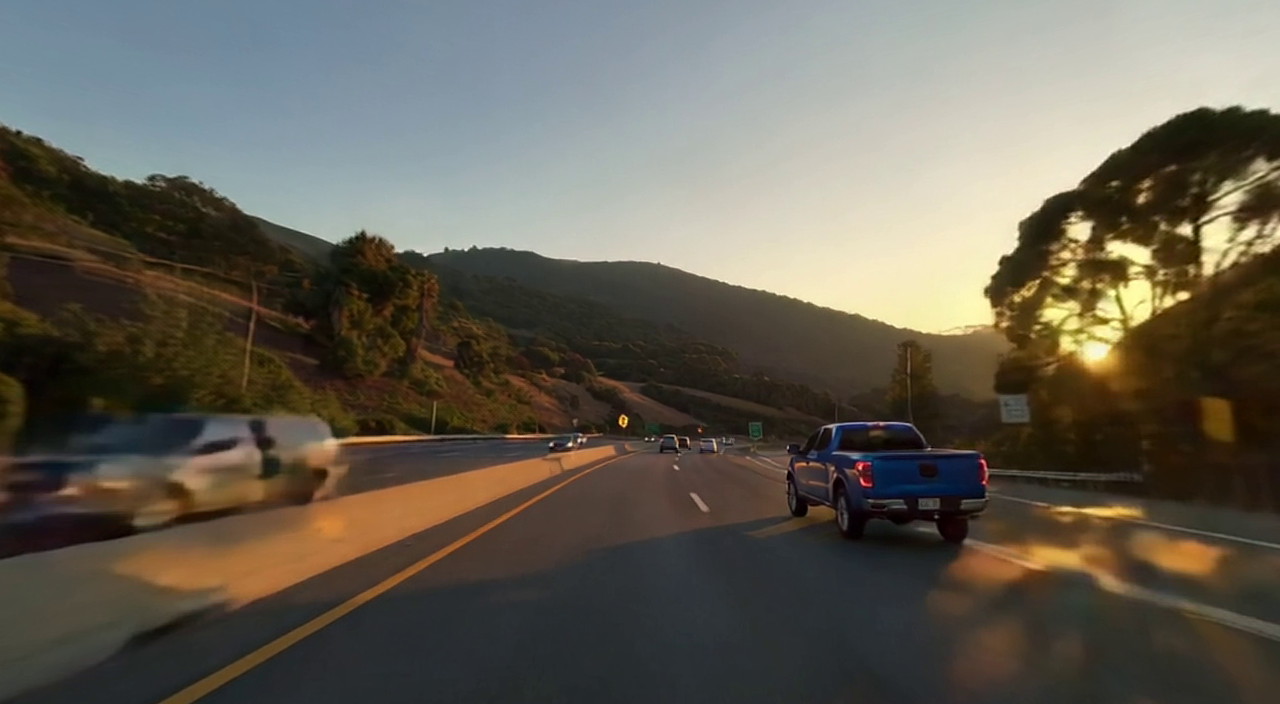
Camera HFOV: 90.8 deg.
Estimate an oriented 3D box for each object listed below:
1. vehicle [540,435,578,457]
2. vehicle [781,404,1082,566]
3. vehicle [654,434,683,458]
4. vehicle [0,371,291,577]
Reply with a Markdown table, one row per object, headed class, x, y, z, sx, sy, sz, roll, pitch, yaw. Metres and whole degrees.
| class | x | y | z | sx | sy | sz | roll | pitch | yaw |
| --- | --- | --- | --- | --- | --- | --- | --- | --- | --- |
| vehicle | -5.967 | 7.047 | 47.124 | 1.990 | 1.533 | 4.572 | -1 | -9 | 3 |
| vehicle | 3.672 | 1.791 | 9.239 | 2.151 | 1.744 | 4.709 | 0 | -9 | 0 |
| vehicle | 2.260 | 7.340 | 49.404 | 2.186 | 1.782 | 4.100 | -1 | -9 | 4 |
| vehicle | -6.671 | 1.391 | 7.645 | 2.104 | 1.790 | 4.792 | 0 | -9 | 0 |
